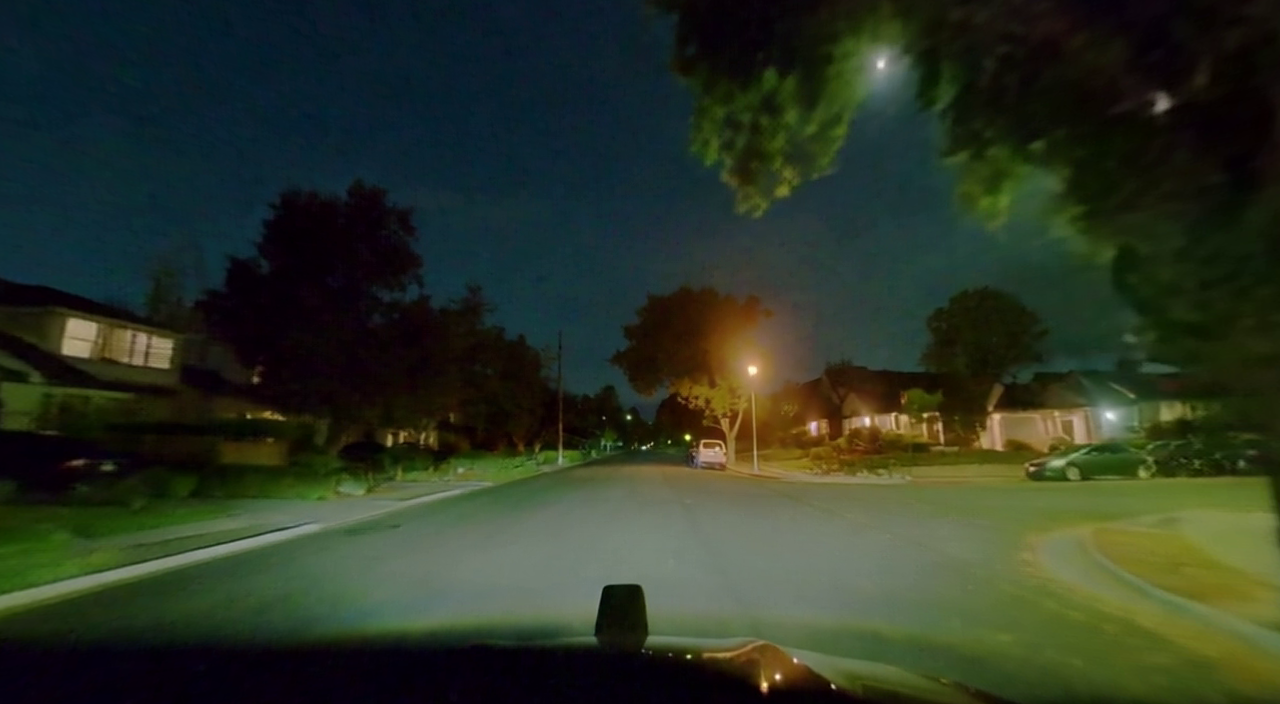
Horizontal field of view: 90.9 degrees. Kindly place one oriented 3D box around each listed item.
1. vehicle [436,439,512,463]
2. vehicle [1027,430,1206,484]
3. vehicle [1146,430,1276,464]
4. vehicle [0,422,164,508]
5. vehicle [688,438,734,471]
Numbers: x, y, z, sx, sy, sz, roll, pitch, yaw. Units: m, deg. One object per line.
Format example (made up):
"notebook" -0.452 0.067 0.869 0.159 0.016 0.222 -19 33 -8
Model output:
"vehicle" -12.178 7.250 46.319 4.906 1.564 1.988 0 -8 7
"vehicle" 17.547 3.883 23.478 4.681 1.810 2.249 -2 -8 5
"vehicle" 27.772 4.655 30.908 2.009 1.538 4.676 0 -8 0
"vehicle" -13.277 2.380 13.460 4.543 1.691 1.957 0 -8 -1
"vehicle" 4.072 5.968 36.886 2.046 1.760 4.570 0 -8 -1
